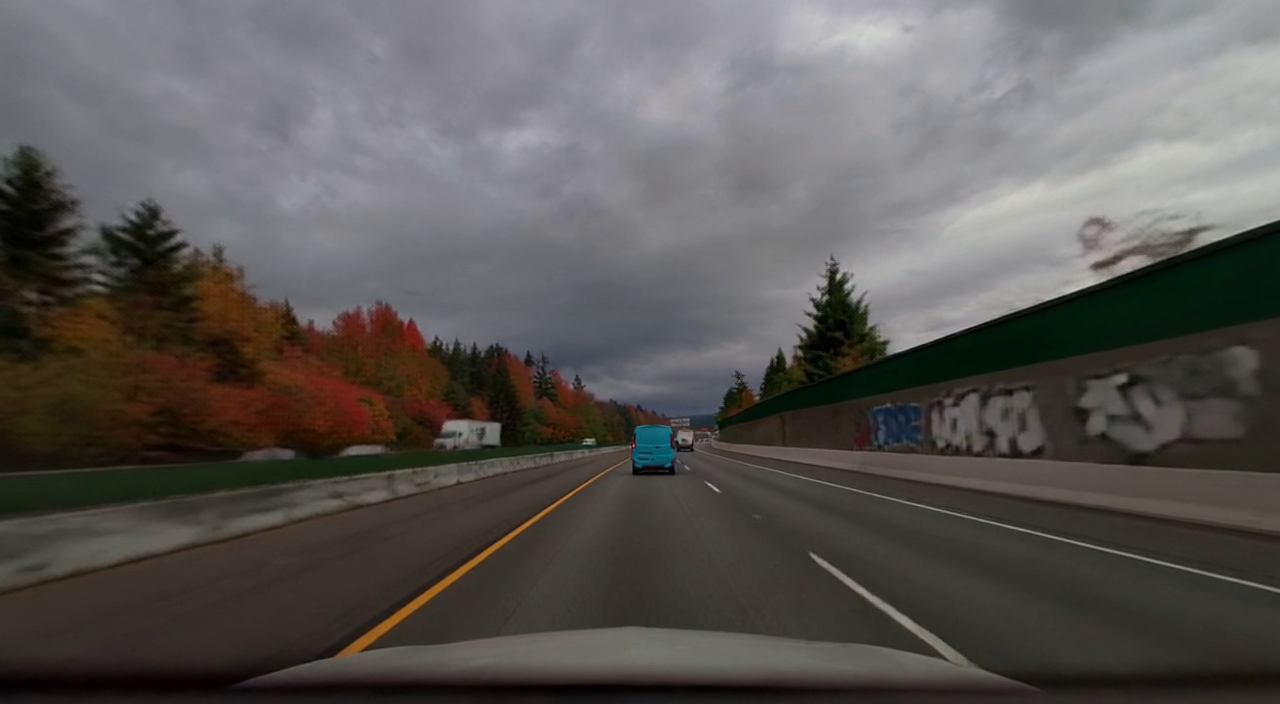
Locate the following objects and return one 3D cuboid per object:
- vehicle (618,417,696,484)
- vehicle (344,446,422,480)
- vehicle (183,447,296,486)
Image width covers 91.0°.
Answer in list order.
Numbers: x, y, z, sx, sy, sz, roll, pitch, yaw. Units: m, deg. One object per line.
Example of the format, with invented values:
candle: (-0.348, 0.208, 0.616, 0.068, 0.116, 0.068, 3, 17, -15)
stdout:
vehicle: (0.517, 3.221, 20.709, 2.283, 1.956, 4.421, 0, -8, 0)
vehicle: (-12.274, 5.283, 30.334, 1.855, 1.477, 4.307, 0, -8, 1)
vehicle: (-16.514, 4.701, 26.200, 1.969, 1.485, 4.072, 0, -8, 1)
